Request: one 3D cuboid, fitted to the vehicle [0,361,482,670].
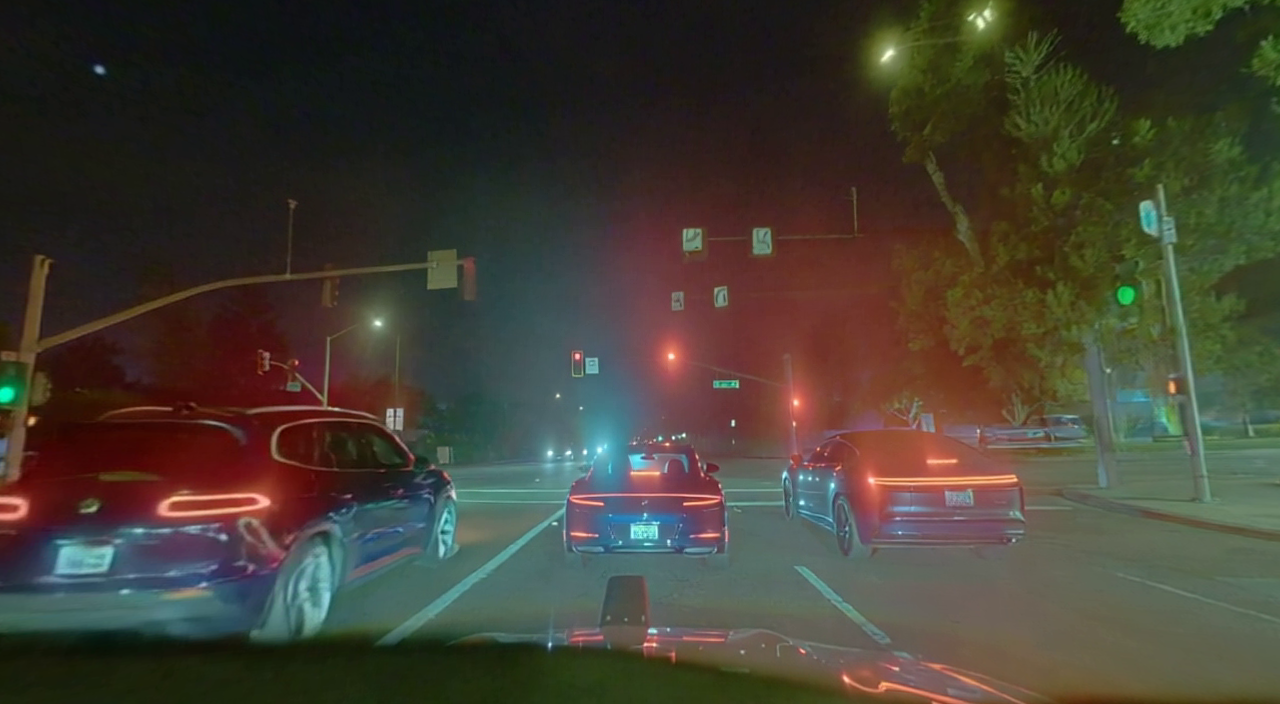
[{"bbox_3d":[-3.236,1.295,6.135,2.061,1.781,4.842,0,-8,1],"label":"vehicle"}]

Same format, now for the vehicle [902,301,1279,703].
[{"bbox_3d":[3.100,0.804,2.532,2.143,1.759,4.531,0,-8,0],"label":"vehicle"}]

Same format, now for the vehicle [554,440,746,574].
[{"bbox_3d":[0.114,1.869,8.398,1.945,1.343,3.827,0,-8,0],"label":"vehicle"}]
